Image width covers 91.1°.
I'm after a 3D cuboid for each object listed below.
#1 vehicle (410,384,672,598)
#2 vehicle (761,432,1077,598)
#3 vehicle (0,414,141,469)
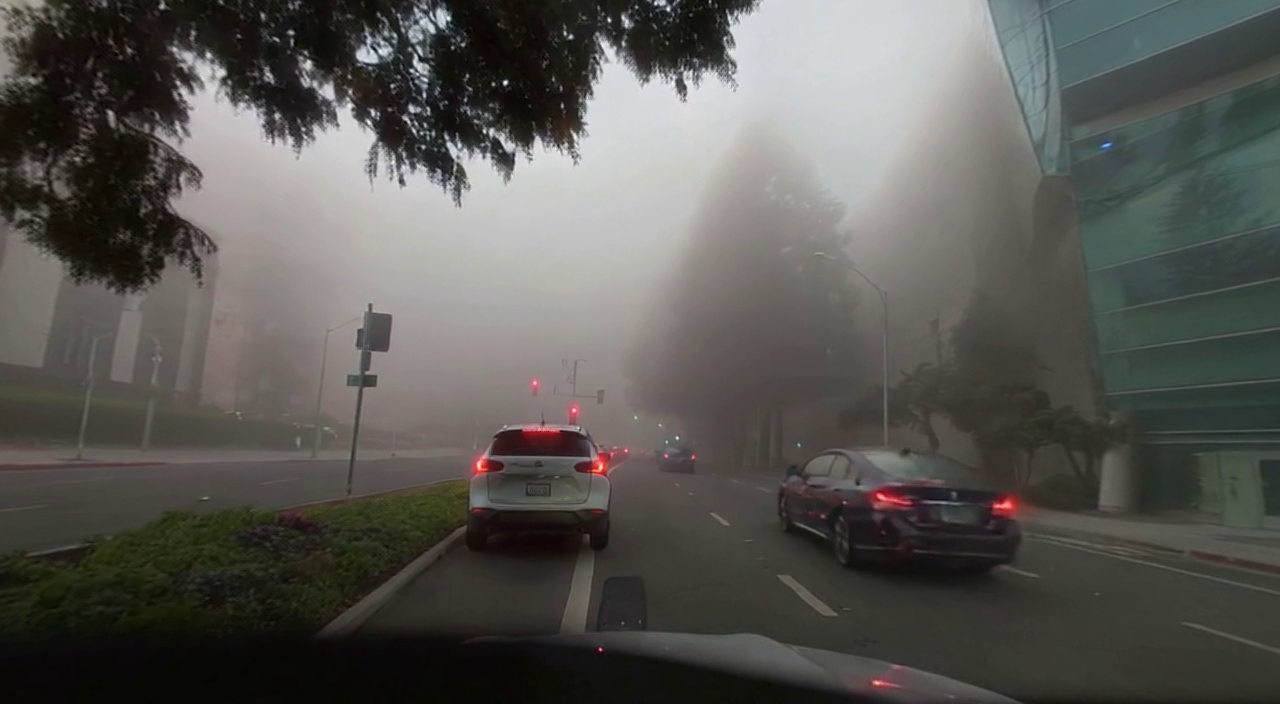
[{"bbox_3d":[-1.218,1.569,8.029,2.275,1.819,4.883,1,-9,-9],"label":"vehicle"},{"bbox_3d":[3.440,2.069,9.058,2.205,1.537,4.895,5,-9,-1],"label":"vehicle"},{"bbox_3d":[-19.011,2.905,20.238,1.911,1.542,4.748,0,-8,0],"label":"vehicle"}]
